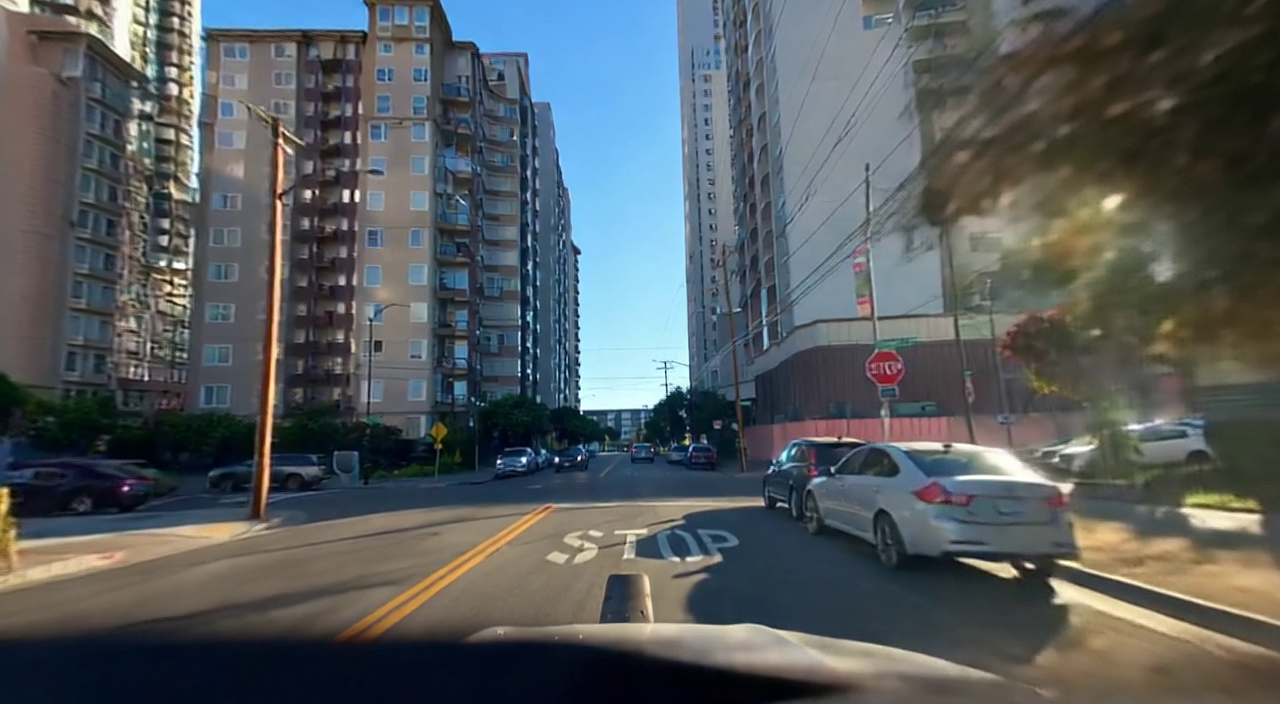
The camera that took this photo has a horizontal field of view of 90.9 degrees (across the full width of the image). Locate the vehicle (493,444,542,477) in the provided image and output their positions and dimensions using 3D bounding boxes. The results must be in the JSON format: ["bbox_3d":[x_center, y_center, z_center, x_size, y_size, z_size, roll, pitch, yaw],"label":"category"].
[{"bbox_3d":[-7.531,6.692,39.147,2.140,1.874,4.475,-1,-9,0],"label":"vehicle"}]

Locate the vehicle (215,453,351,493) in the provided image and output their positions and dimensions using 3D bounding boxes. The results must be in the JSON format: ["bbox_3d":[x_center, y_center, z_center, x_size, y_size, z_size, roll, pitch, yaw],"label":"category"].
[{"bbox_3d":[-17.144,5.817,30.462,5.354,1.773,1.991,-1,-9,0],"label":"vehicle"}]

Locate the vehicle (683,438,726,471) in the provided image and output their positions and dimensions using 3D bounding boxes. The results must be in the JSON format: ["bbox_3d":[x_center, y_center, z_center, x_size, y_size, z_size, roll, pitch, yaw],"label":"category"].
[{"bbox_3d":[3.868,6.275,38.695,2.164,1.721,4.416,-4,-9,1],"label":"vehicle"}]

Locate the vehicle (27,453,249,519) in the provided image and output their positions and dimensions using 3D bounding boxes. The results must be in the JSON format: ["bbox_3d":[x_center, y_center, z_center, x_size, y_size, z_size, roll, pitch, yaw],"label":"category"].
[{"bbox_3d":[-16.429,4.383,20.889,5.392,1.808,2.324,-3,-9,1],"label":"vehicle"}]

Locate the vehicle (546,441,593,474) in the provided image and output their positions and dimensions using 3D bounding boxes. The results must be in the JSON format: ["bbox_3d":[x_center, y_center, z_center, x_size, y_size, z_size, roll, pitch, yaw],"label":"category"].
[{"bbox_3d":[-4.169,6.359,38.117,2.201,1.801,4.750,-1,-9,2],"label":"vehicle"}]

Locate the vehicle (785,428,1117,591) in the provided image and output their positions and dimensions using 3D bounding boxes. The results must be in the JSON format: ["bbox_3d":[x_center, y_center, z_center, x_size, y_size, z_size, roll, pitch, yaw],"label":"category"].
[{"bbox_3d":[3.474,1.841,8.285,1.888,1.495,4.567,0,-9,-2],"label":"vehicle"}]
